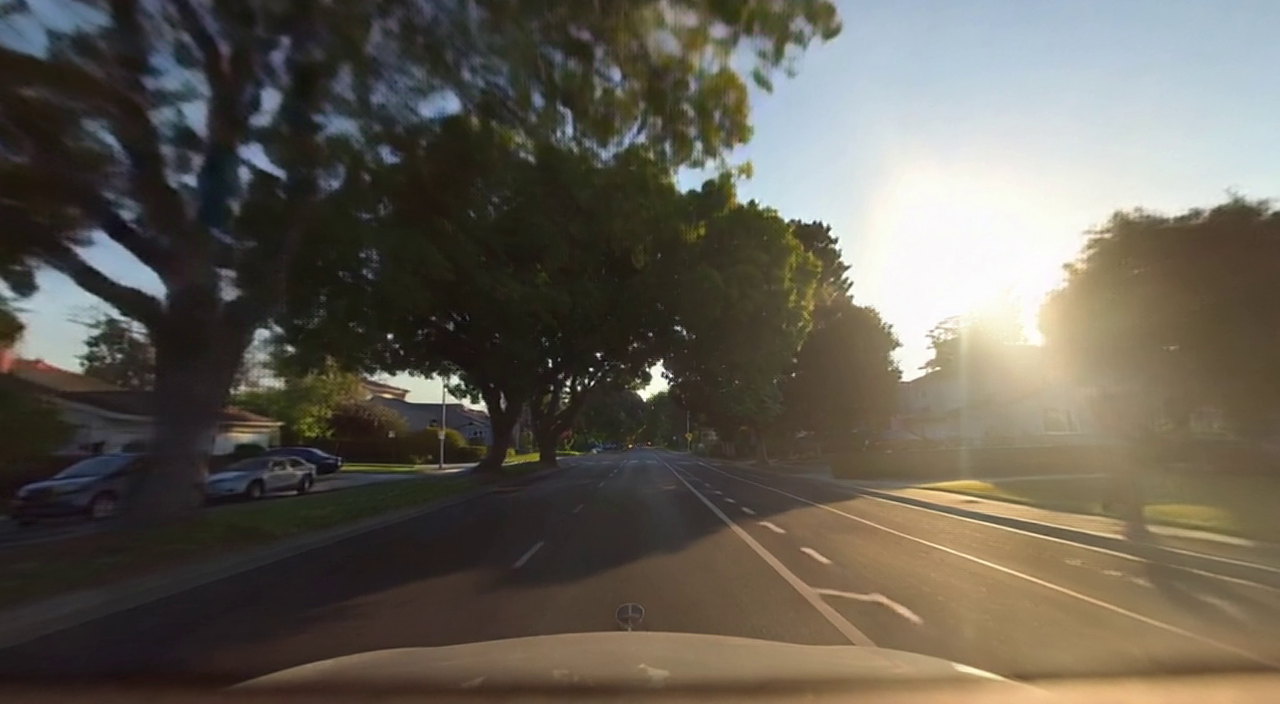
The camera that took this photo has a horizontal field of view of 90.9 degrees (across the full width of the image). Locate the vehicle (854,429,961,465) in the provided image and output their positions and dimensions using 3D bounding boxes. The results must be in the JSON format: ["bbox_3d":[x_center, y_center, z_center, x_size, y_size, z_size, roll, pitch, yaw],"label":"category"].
[{"bbox_3d":[14.075,5.015,33.433,4.907,1.693,2.081,0,-7,13],"label":"vehicle"}]

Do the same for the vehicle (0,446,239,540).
[{"bbox_3d":[-11.814,3.067,14.515,2.023,1.629,4.822,-2,-7,-1],"label":"vehicle"}]

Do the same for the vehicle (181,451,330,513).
[{"bbox_3d":[-11.745,3.937,19.668,1.888,1.439,4.351,-2,-6,1],"label":"vehicle"}]
